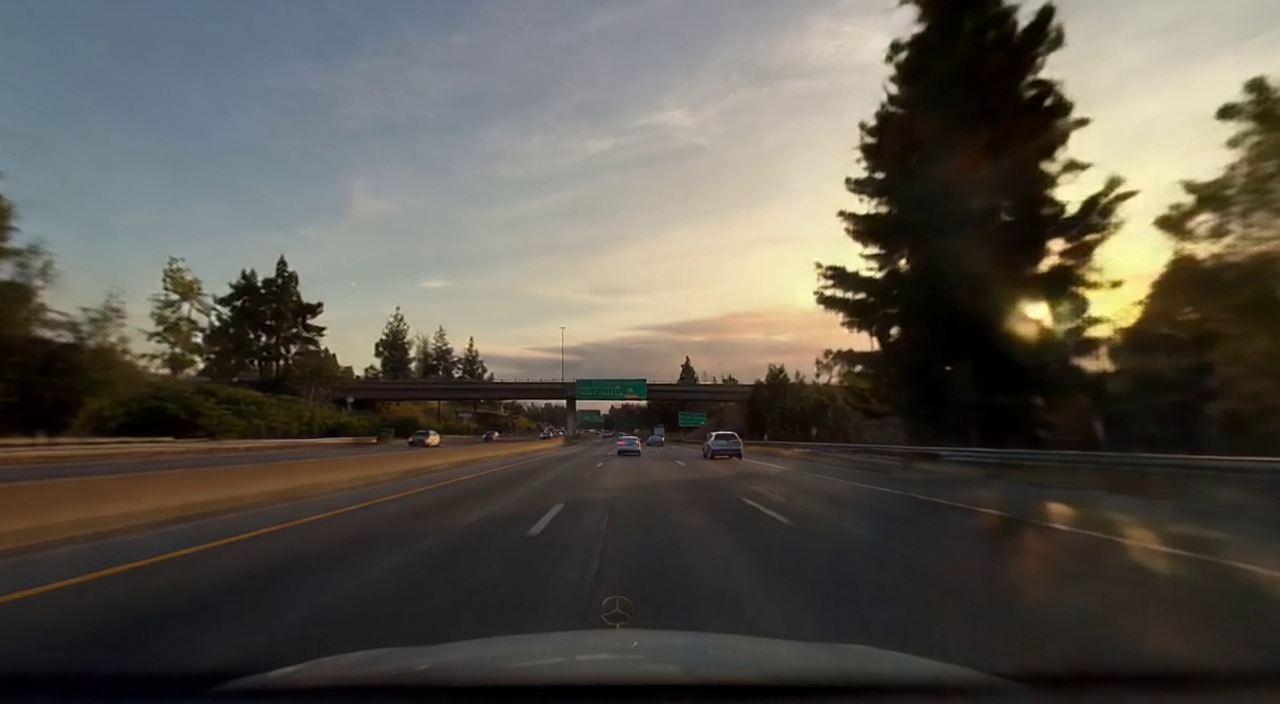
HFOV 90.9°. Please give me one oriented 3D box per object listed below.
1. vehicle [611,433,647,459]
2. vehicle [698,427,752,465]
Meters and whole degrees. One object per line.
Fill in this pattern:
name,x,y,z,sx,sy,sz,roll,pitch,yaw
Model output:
vehicle,-0.667,5.459,36.694,1.987,1.440,3.565,0,-8,-2
vehicle,3.876,4.344,29.321,1.892,1.600,3.782,0,-8,-2
